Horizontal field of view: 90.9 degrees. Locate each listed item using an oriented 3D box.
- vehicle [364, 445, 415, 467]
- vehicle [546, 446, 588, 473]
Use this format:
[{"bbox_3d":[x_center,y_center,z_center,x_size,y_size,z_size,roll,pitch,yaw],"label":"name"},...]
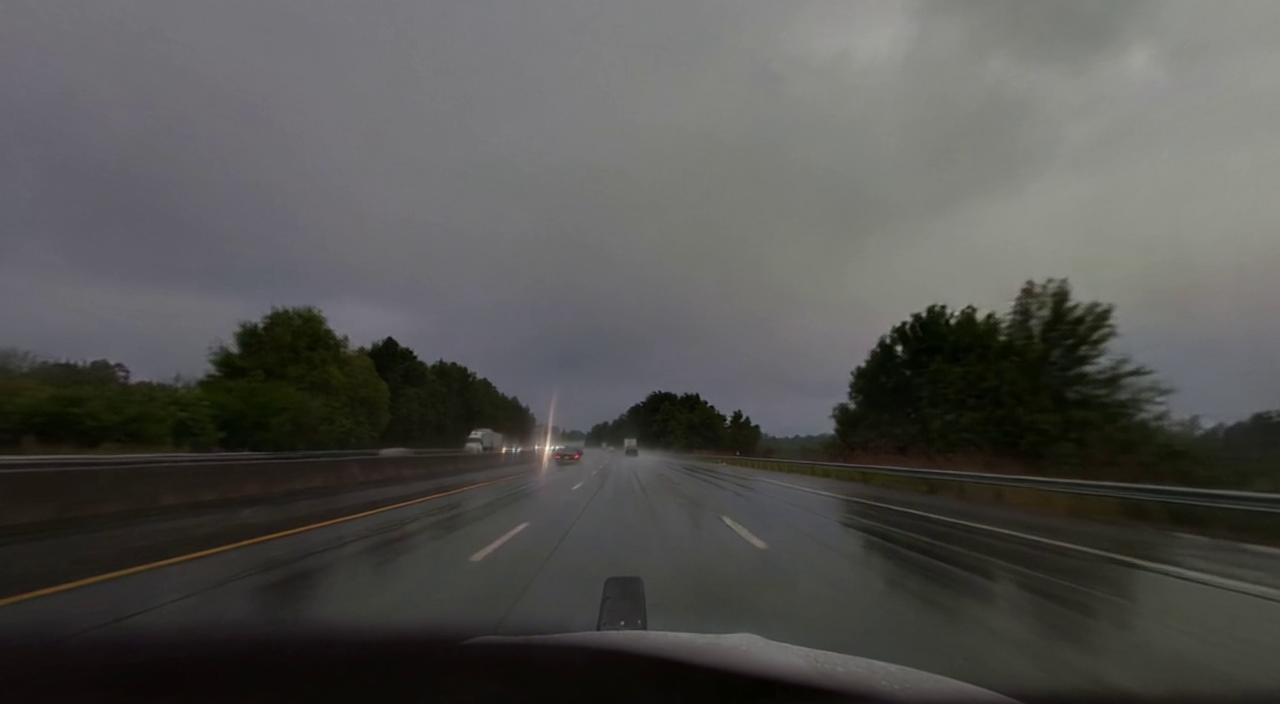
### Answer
[{"bbox_3d":[-17.704,7.374,44.763,1.871,1.500,4.448,0,-9,-1],"label":"vehicle"},{"bbox_3d":[-4.373,6.506,38.418,2.022,1.513,4.613,0,-9,0],"label":"vehicle"}]
